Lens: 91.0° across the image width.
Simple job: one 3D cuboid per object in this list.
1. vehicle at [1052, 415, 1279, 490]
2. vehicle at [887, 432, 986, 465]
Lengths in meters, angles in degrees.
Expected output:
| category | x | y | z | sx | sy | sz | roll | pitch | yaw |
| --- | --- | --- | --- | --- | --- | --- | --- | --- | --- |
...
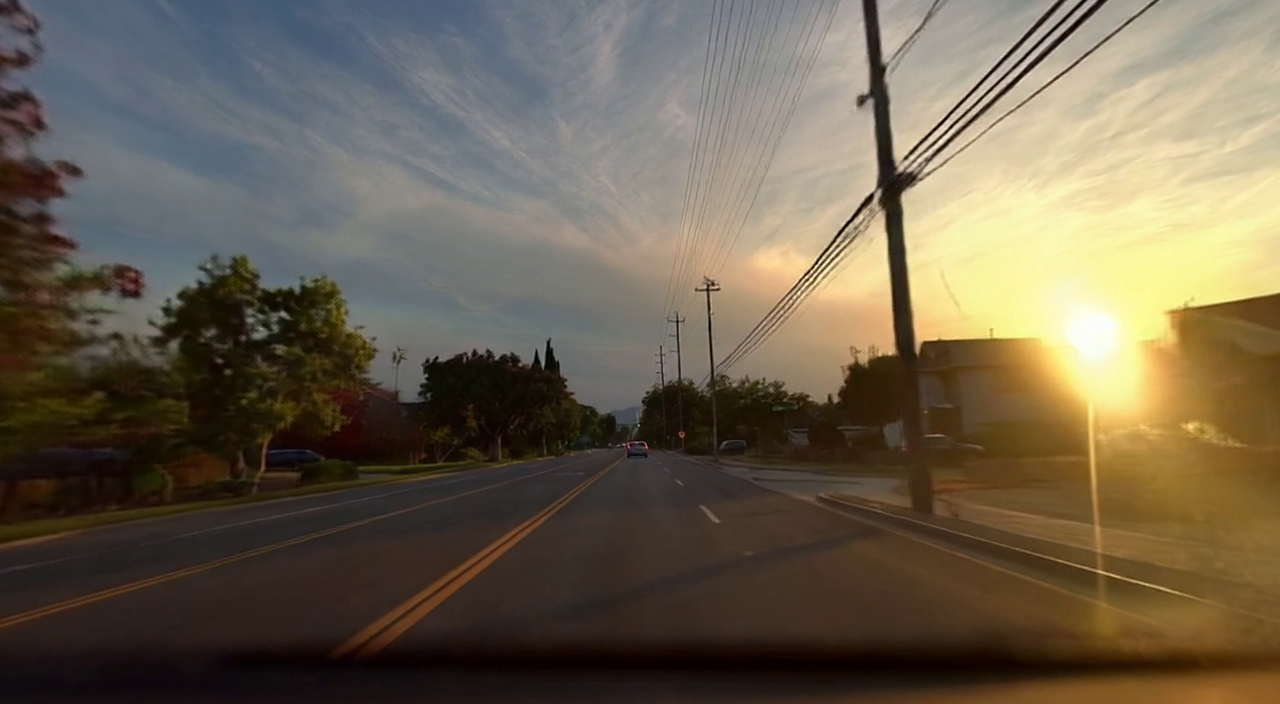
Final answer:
| category | x | y | z | sx | sy | sz | roll | pitch | yaw |
| --- | --- | --- | --- | --- | --- | --- | --- | --- | --- |
| vehicle | 12.310 | 2.380 | 15.139 | 1.846 | 1.523 | 4.492 | 0 | -8 | 2 |
| vehicle | 14.368 | 4.692 | 30.641 | 3.855 | 1.548 | 1.937 | 0 | -9 | -4 |
